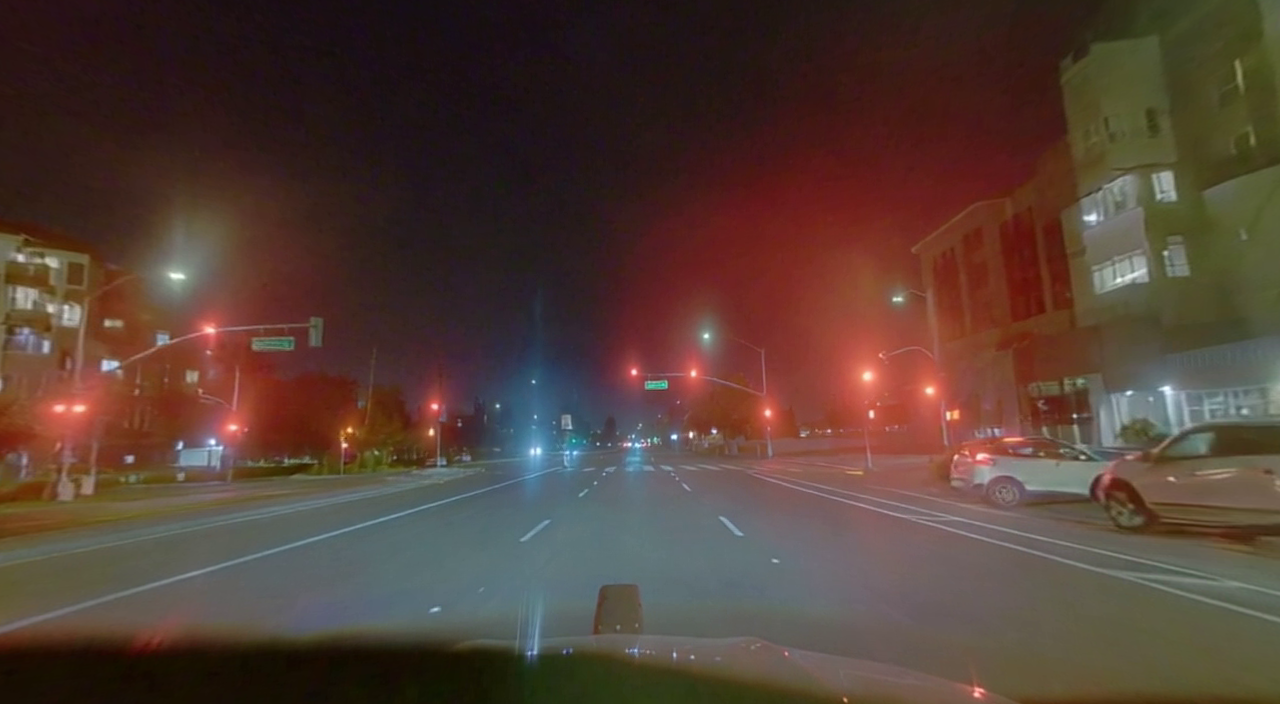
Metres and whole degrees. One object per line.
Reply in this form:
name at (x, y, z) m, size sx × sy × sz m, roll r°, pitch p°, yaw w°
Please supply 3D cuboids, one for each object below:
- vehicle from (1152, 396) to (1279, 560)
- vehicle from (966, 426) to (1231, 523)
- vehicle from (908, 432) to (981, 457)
vehicle at (7.932, 1.233, 5.998) m, size 2.063 × 1.749 × 4.776 m, roll 0°, pitch -8°, yaw 0°
vehicle at (8.147, 2.198, 11.828) m, size 1.943 × 1.485 × 3.984 m, roll 0°, pitch -8°, yaw 0°
vehicle at (21.964, 6.706, 45.673) m, size 4.323 × 1.746 × 1.872 m, roll 0°, pitch -8°, yaw -3°
